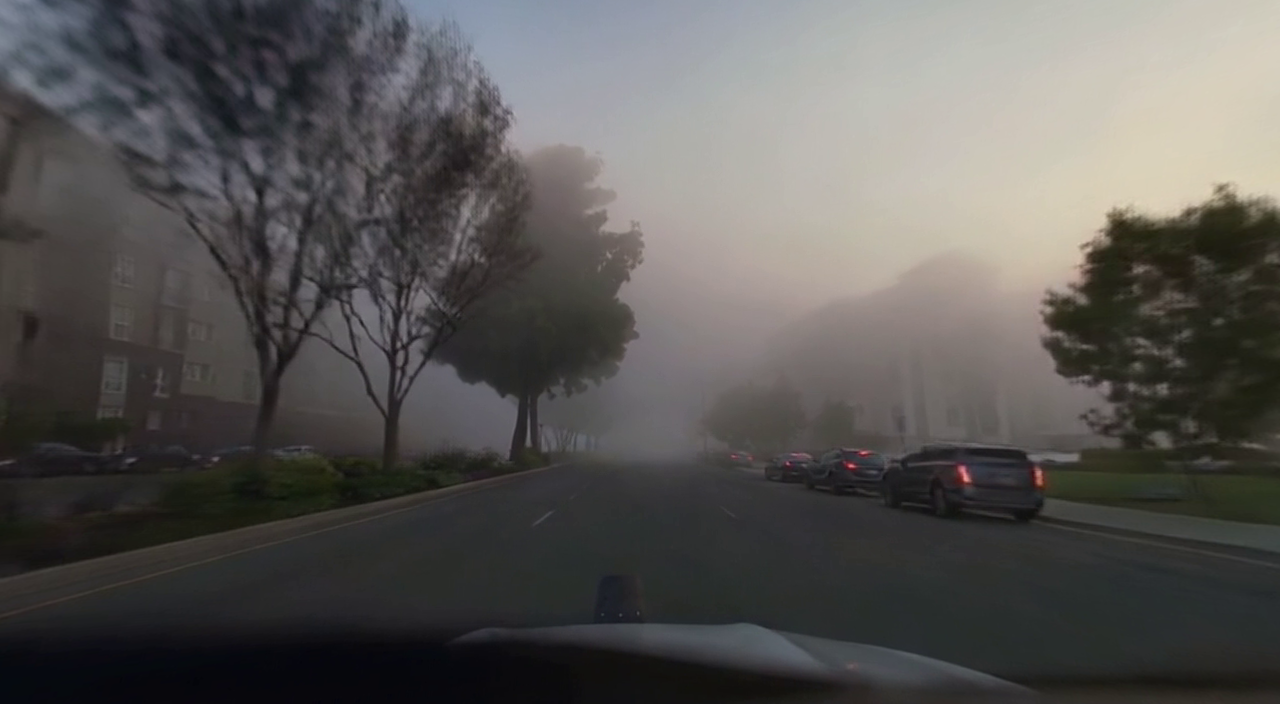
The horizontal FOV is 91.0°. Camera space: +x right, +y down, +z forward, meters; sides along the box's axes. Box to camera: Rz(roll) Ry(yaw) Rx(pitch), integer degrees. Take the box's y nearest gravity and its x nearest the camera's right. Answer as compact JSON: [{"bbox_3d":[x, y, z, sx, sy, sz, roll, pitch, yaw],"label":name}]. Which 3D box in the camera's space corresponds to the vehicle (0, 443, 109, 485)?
[{"bbox_3d":[-25.961,4.770,27.214,1.996,1.650,4.382,0,-9,2],"label":"vehicle"}]

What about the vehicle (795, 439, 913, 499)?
[{"bbox_3d":[6.634,3.663,20.164,2.060,1.672,4.556,0,-9,-1],"label":"vehicle"}]

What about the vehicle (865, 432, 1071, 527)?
[{"bbox_3d":[6.719,2.634,13.591,2.078,1.699,4.292,0,-9,-1],"label":"vehicle"}]

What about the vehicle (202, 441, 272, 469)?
[{"bbox_3d":[-25.922,6.632,40.637,1.781,1.666,4.238,0,-9,-2],"label":"vehicle"}]

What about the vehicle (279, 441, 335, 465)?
[{"bbox_3d":[-25.456,7.781,48.275,2.000,1.696,4.318,0,-9,-1],"label":"vehicle"}]

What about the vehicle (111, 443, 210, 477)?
[{"bbox_3d":[-25.777,5.808,34.050,1.945,1.694,4.329,0,-9,0],"label":"vehicle"}]

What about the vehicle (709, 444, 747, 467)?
[{"bbox_3d":[6.281,7.397,45.295,2.056,1.528,4.816,0,-9,0],"label":"vehicle"}]
